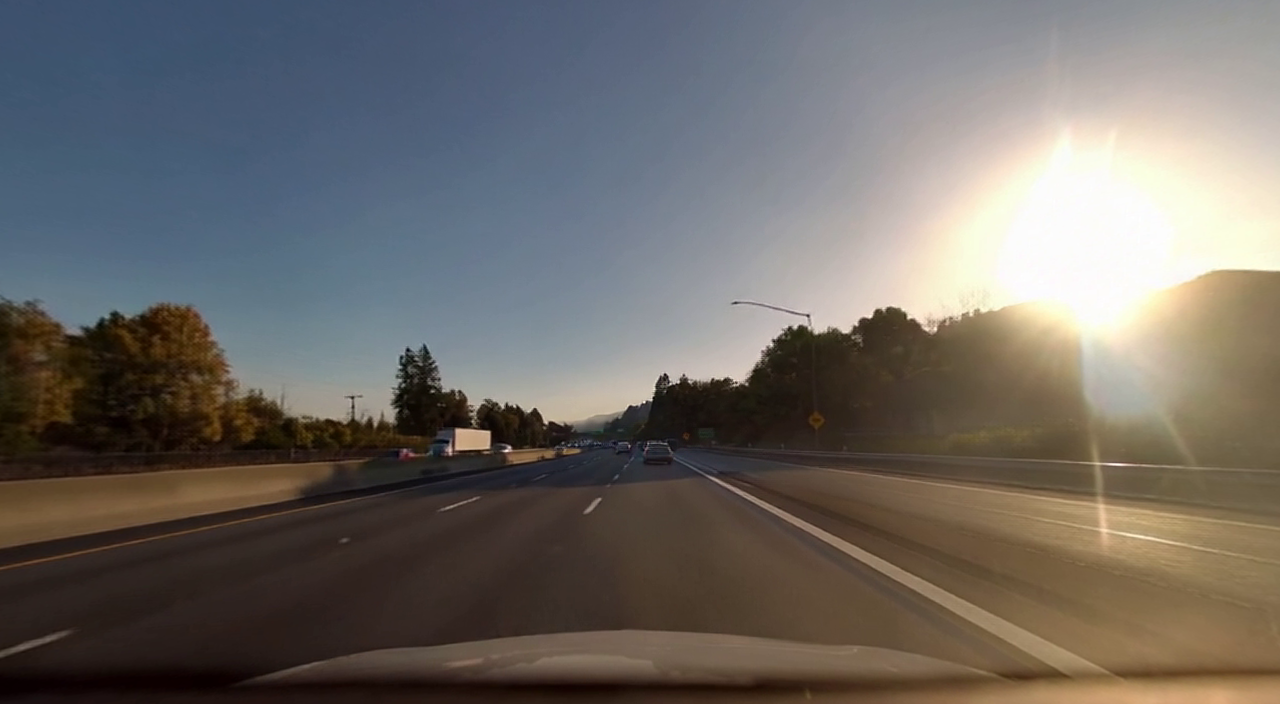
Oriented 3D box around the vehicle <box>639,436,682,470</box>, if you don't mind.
[{"bbox_3d":[1.109,5.676,35.732,2.260,1.766,4.348,0,-8,0],"label":"vehicle"}]
